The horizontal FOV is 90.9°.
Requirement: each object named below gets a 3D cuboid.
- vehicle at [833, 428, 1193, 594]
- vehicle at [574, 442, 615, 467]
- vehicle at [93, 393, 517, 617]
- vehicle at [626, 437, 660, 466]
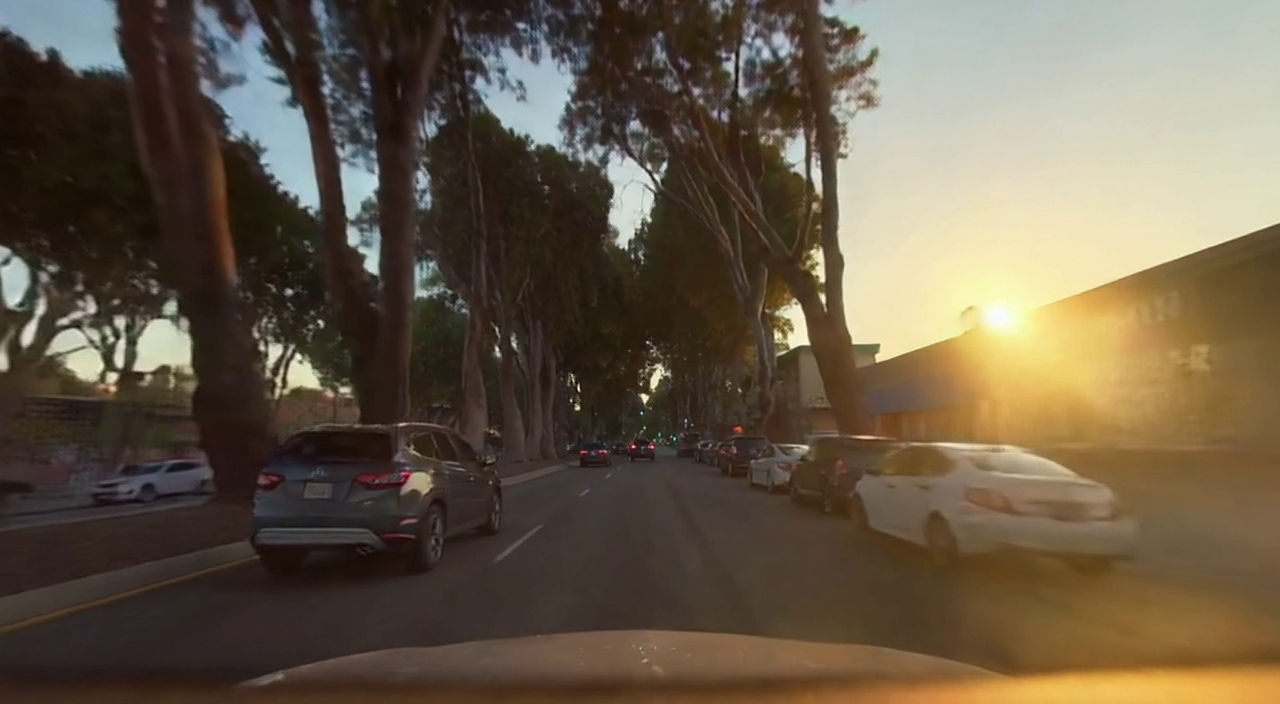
[{"bbox_3d":[4.113,1.788,8.003,1.887,1.517,4.257,0,-8,-1],"label":"vehicle"},{"bbox_3d":[-2.833,6.490,40.043,2.151,1.484,4.468,0,-8,2],"label":"vehicle"},{"bbox_3d":[-3.057,1.520,7.293,2.186,1.708,4.746,0,-8,1],"label":"vehicle"},{"bbox_3d":[0.206,6.460,40.993,2.075,1.770,4.018,0,-8,0],"label":"vehicle"}]
